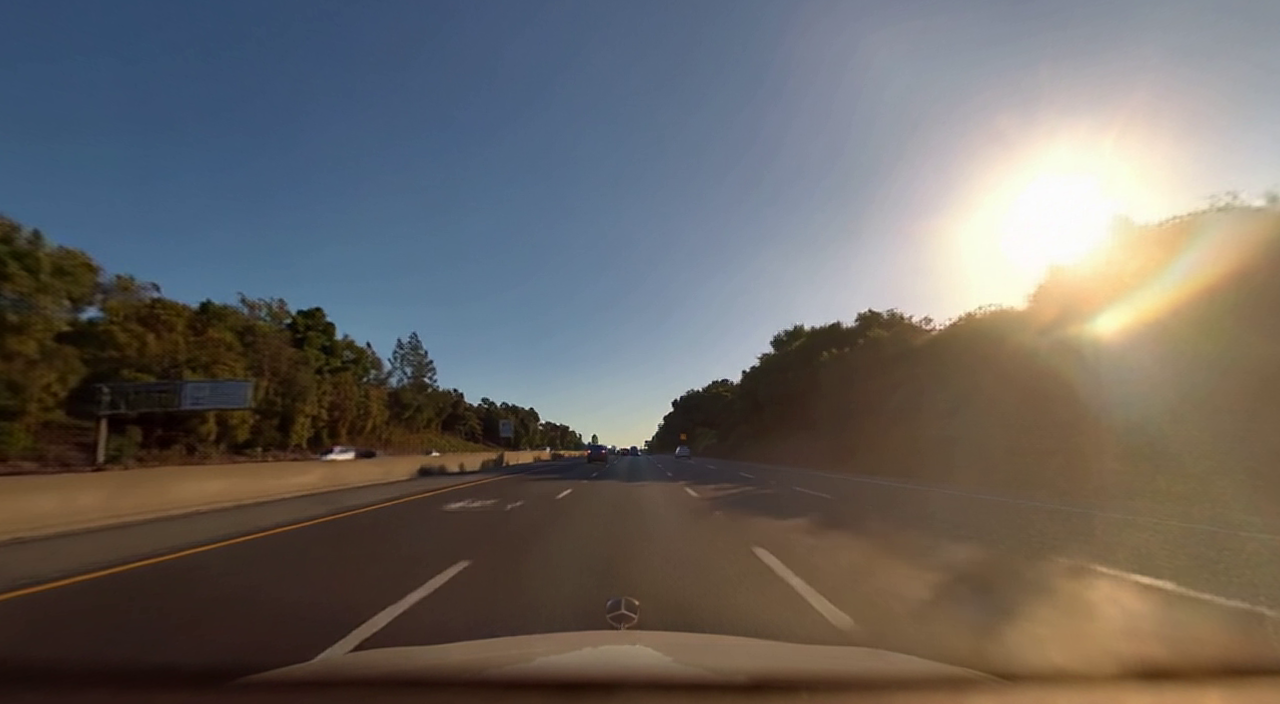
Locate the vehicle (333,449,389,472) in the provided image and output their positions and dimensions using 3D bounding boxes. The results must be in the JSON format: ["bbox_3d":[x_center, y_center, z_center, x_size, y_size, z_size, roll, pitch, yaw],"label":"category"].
[{"bbox_3d":[-21.518,8.366,48.963,2.095,1.699,4.865,0,-9,0],"label":"vehicle"}]
